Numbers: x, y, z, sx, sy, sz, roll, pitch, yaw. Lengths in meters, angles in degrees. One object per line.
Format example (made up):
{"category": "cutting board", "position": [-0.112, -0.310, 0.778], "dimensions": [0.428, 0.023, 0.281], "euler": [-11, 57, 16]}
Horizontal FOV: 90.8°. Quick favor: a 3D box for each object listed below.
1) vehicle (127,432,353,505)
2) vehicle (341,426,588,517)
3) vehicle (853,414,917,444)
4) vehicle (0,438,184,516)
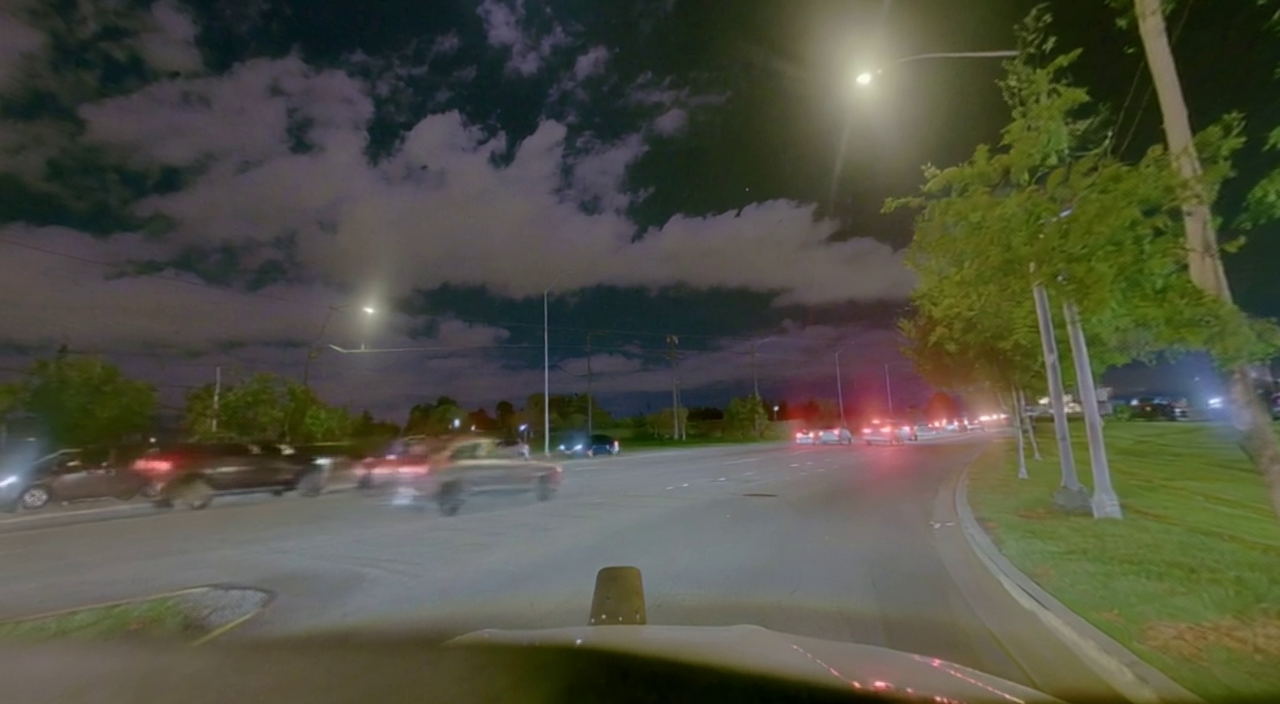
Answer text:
{"category": "vehicle", "position": [-11.239, 3.291, 18.111], "dimensions": [2.506, 1.718, 4.822], "euler": [-11, -13, 35]}
{"category": "vehicle", "position": [-3.306, 2.315, 12.784], "dimensions": [1.984, 1.482, 4.482], "euler": [-8, -11, 38]}
{"category": "vehicle", "position": [17.650, 5.605, 45.366], "dimensions": [2.517, 1.936, 4.748], "euler": [-10, -13, 43]}
{"category": "vehicle", "position": [-17.061, 3.644, 19.005], "dimensions": [2.294, 2.000, 4.788], "euler": [-6, -9, 30]}
